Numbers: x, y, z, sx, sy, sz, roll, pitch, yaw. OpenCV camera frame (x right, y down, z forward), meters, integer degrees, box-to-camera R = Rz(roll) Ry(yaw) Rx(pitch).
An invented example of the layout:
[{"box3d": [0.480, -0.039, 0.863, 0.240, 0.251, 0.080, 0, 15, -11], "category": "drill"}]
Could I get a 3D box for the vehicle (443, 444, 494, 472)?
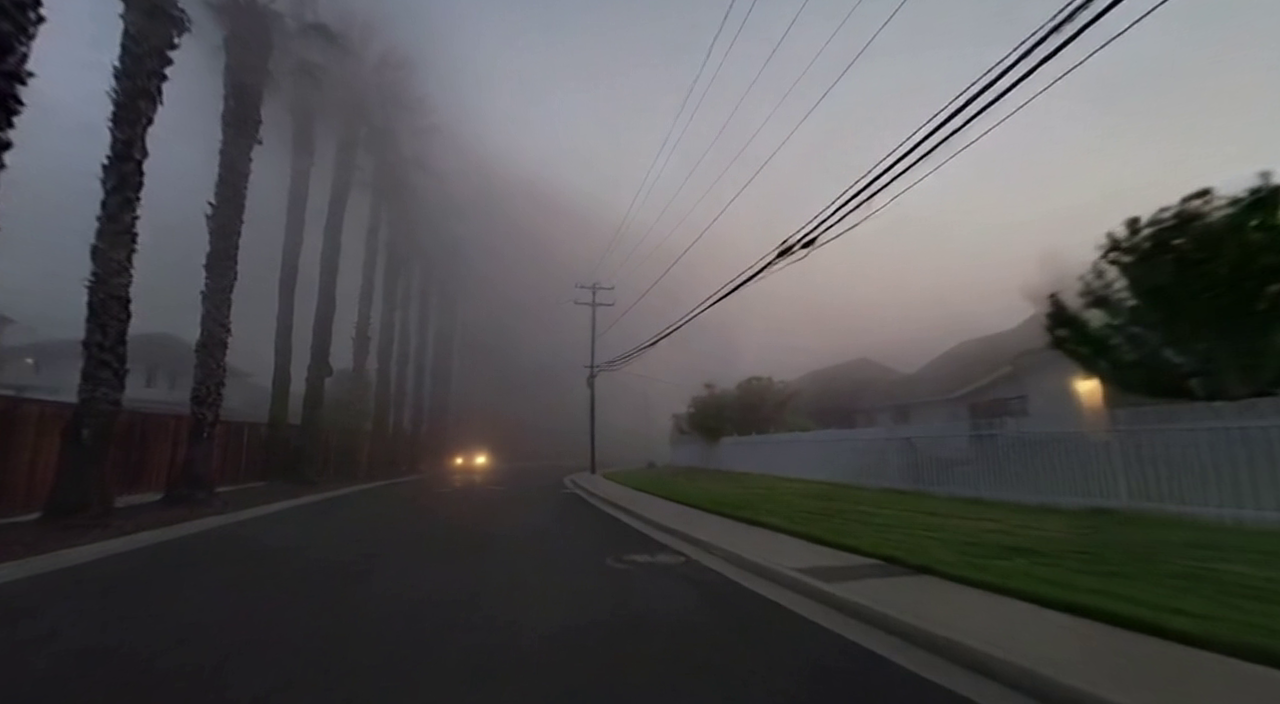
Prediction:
[{"box3d": [-11.302, 6.989, 41.957, 2.208, 1.758, 4.529, 1, -9, -2], "category": "vehicle"}]
